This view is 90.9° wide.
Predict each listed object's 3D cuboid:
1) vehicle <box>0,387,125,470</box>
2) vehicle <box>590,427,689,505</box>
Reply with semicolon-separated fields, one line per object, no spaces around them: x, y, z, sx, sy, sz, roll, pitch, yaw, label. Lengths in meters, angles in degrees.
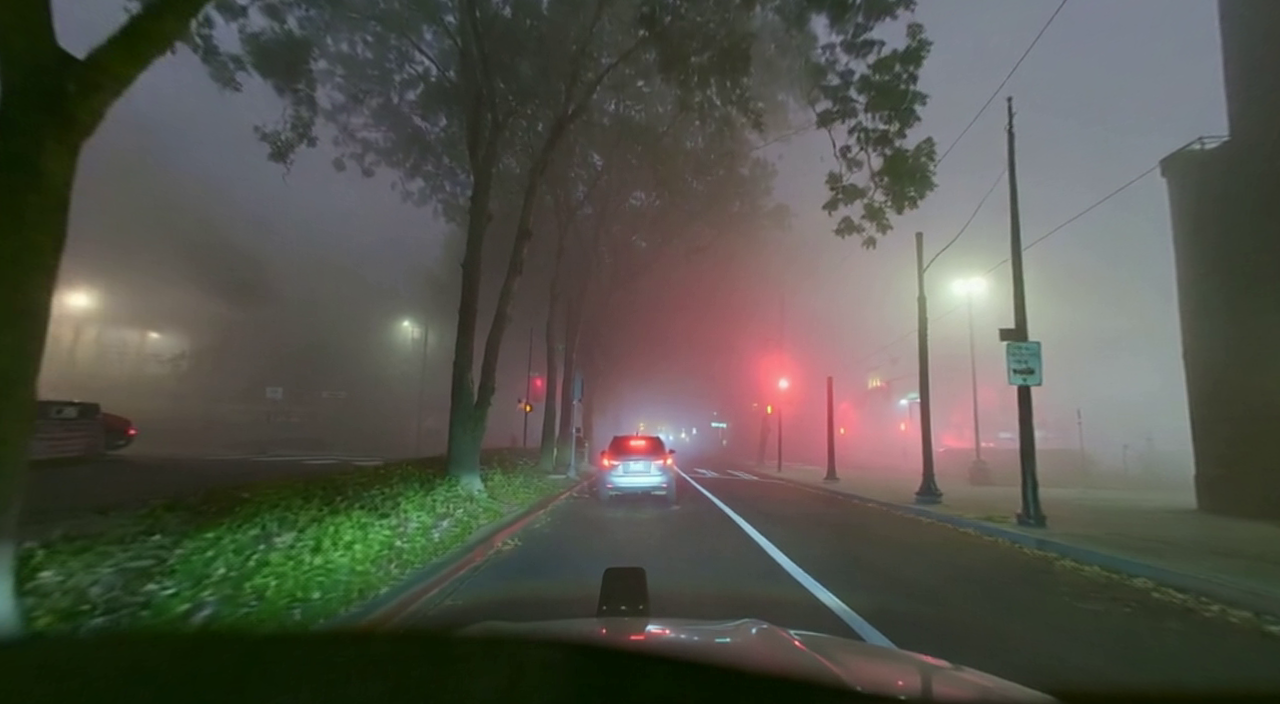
-14.737;1.762;14.226;2.027;1.758;5.254;0;-9;-4;vehicle
-0.049;2.698;15.267;2.079;1.621;3.861;0;-9;-1;vehicle
